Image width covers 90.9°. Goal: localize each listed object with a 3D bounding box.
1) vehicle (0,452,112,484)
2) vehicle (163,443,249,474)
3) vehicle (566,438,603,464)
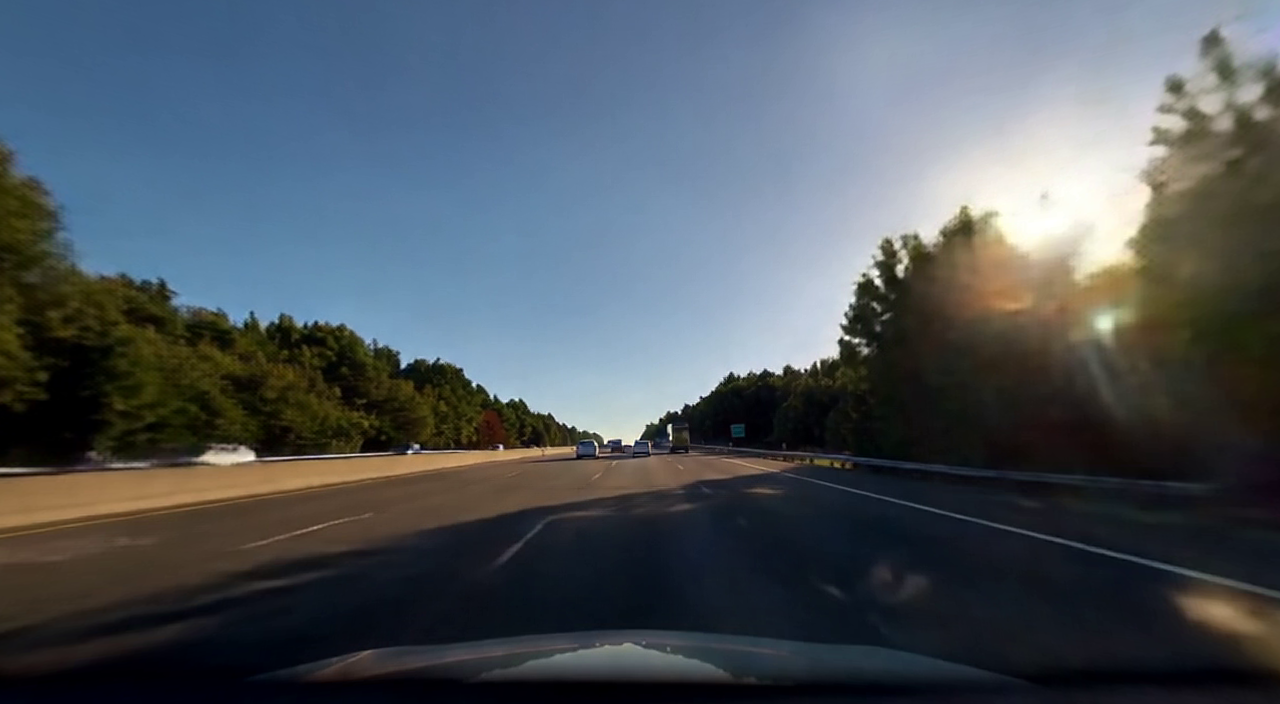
[{"bbox_3d":[-29.498,5.788,31.828,1.846,1.449,4.468,0,-9,0],"label":"vehicle"},{"bbox_3d":[-25.398,6.234,37.112,1.883,1.678,4.440,0,-9,0],"label":"vehicle"},{"bbox_3d":[-3.518,6.362,40.662,2.025,1.571,3.662,-1,-9,1],"label":"vehicle"}]
